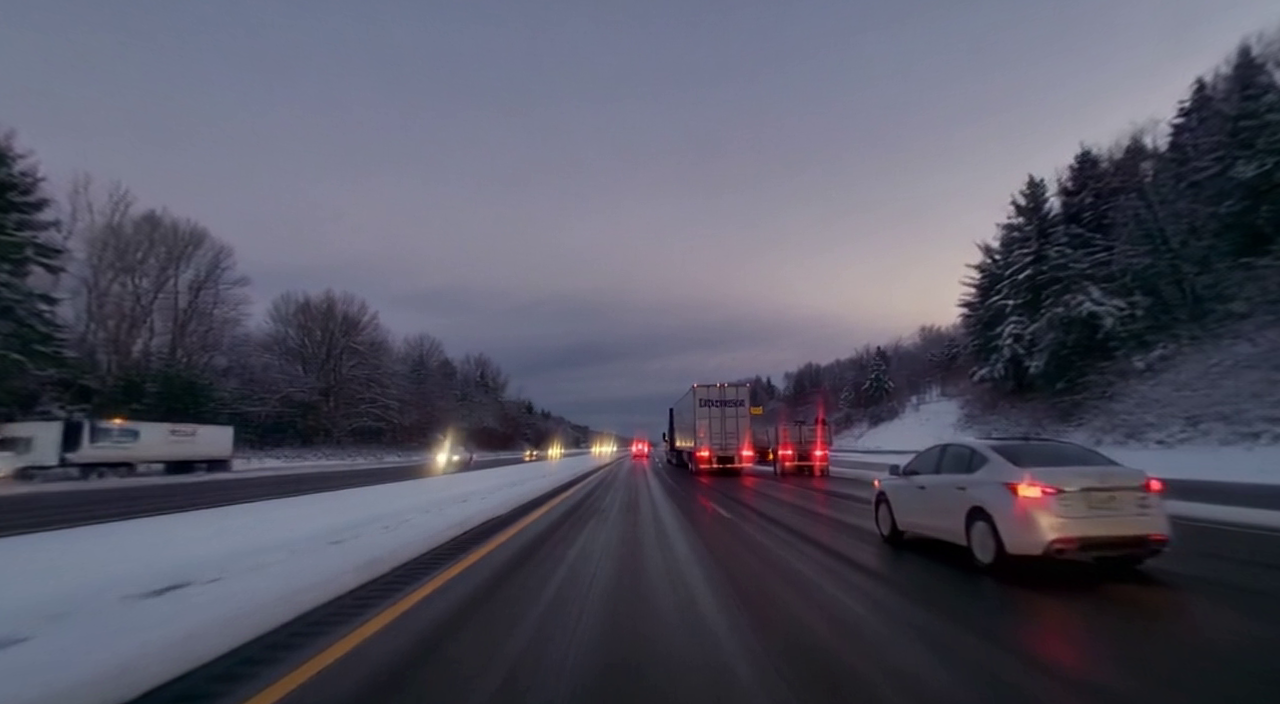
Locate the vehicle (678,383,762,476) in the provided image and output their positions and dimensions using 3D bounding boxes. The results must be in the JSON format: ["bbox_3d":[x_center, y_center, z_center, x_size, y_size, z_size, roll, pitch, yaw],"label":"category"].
[{"bbox_3d":[3.738,4.049,31.903,3.025,4.010,9.542,0,-9,0],"label":"vehicle"}]

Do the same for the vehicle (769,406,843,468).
[{"bbox_3d":[11.562,6.095,44.629,2.938,3.990,8.556,0,-9,0],"label":"vehicle"}]

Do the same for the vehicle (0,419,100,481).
[{"bbox_3d":[-41.148,6.627,42.405,2.953,3.887,5.973,-2,-9,15],"label":"vehicle"}]

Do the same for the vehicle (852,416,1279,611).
[{"bbox_3d":[4.032,1.546,6.867,1.948,1.481,3.955,0,-9,-1],"label":"vehicle"}]

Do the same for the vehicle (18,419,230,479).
[{"bbox_3d":[-39.240,7.534,48.900,2.902,4.034,13.124,-3,-9,16],"label":"vehicle"}]
